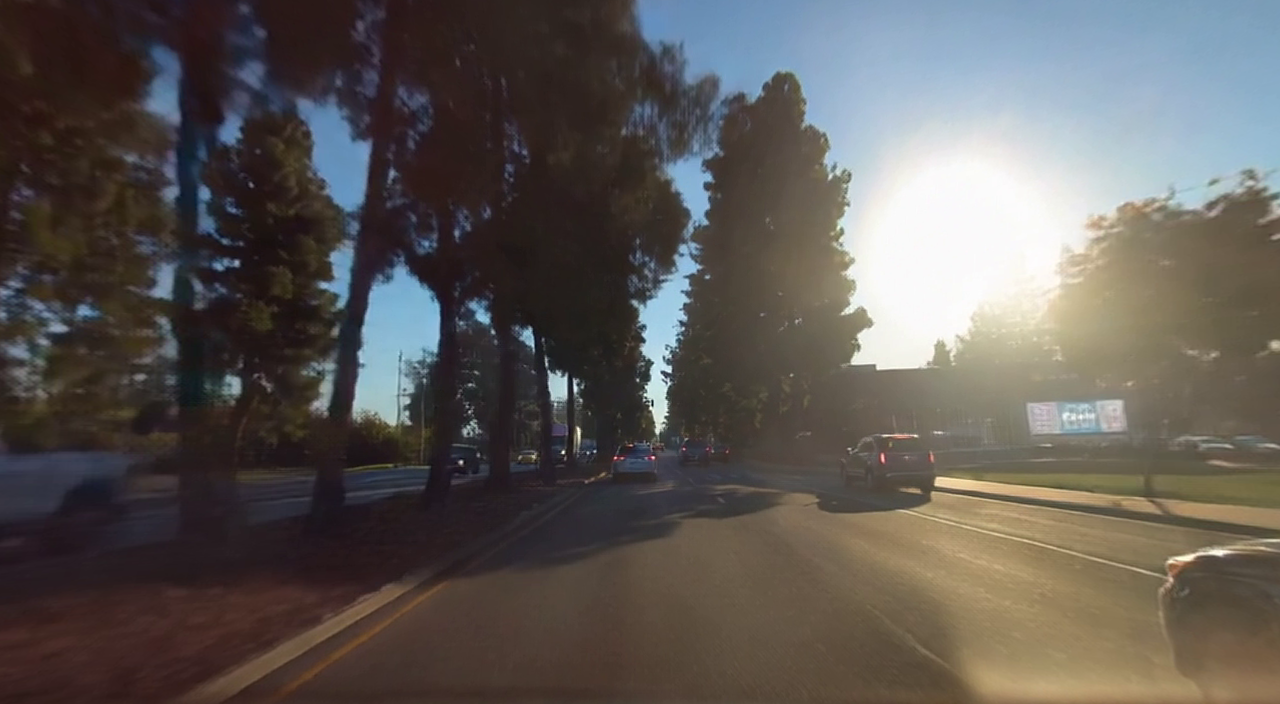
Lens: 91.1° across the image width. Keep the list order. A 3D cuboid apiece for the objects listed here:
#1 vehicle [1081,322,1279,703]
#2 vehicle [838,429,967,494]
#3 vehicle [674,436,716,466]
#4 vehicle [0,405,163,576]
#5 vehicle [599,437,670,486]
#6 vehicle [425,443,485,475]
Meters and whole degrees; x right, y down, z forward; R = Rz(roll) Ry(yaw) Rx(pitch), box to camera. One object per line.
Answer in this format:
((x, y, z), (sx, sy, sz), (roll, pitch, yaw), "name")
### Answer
((3.531, 0.584, 1.200), (2.090, 1.763, 4.560), (0, -9, 1), "vehicle")
((7.913, 3.332, 19.471), (2.090, 1.768, 4.407), (0, -9, 0), "vehicle")
((4.148, 7.628, 48.500), (2.716, 2.131, 5.766), (0, -8, 0), "vehicle")
((-8.423, 1.497, 6.620), (2.262, 1.920, 5.604), (0, -9, 1), "vehicle")
((-0.163, 3.876, 22.460), (2.315, 1.563, 4.080), (0, -9, 1), "vehicle")
((-11.467, 6.654, 39.289), (2.172, 1.865, 4.728), (0, -9, 2), "vehicle")
